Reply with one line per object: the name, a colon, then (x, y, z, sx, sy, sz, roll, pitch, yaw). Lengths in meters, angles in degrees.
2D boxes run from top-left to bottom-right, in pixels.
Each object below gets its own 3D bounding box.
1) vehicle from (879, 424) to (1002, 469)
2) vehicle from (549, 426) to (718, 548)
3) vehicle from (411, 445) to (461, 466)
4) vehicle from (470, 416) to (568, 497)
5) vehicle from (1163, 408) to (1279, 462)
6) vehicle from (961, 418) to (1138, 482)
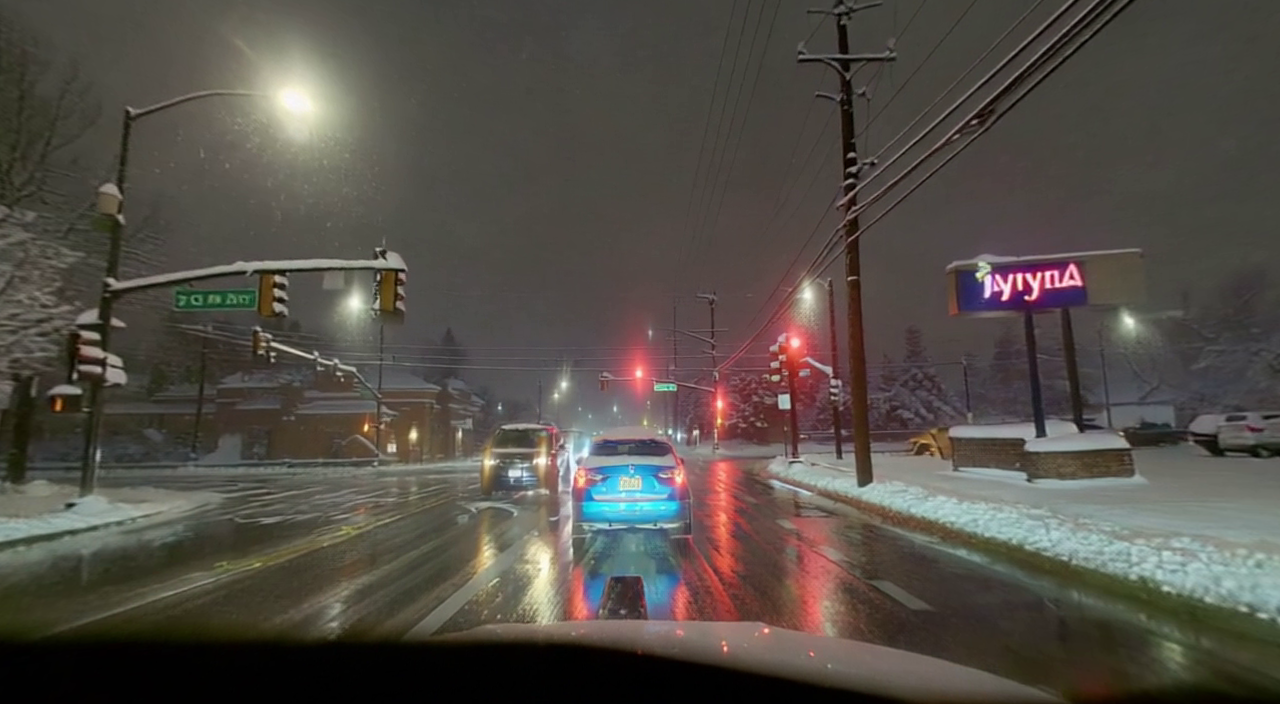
vehicle: (10.631, 3.399, 22.752, 1.842, 1.471, 4.481, 1, -8, -6)
vehicle: (-0.145, 1.970, 9.920, 2.070, 1.481, 4.216, 0, -8, -2)
vehicle: (-15.558, 7.824, 47.937, 2.111, 1.511, 4.641, 6, -10, -36)
vehicle: (-3.089, 2.765, 17.027, 2.106, 1.852, 4.512, 1, -8, -5)
vehicle: (18.710, 2.616, 19.716, 4.446, 1.511, 1.977, 4, -10, -29)
vehicle: (10.549, 2.574, 16.716, 1.888, 1.455, 4.268, 0, -8, 1)
